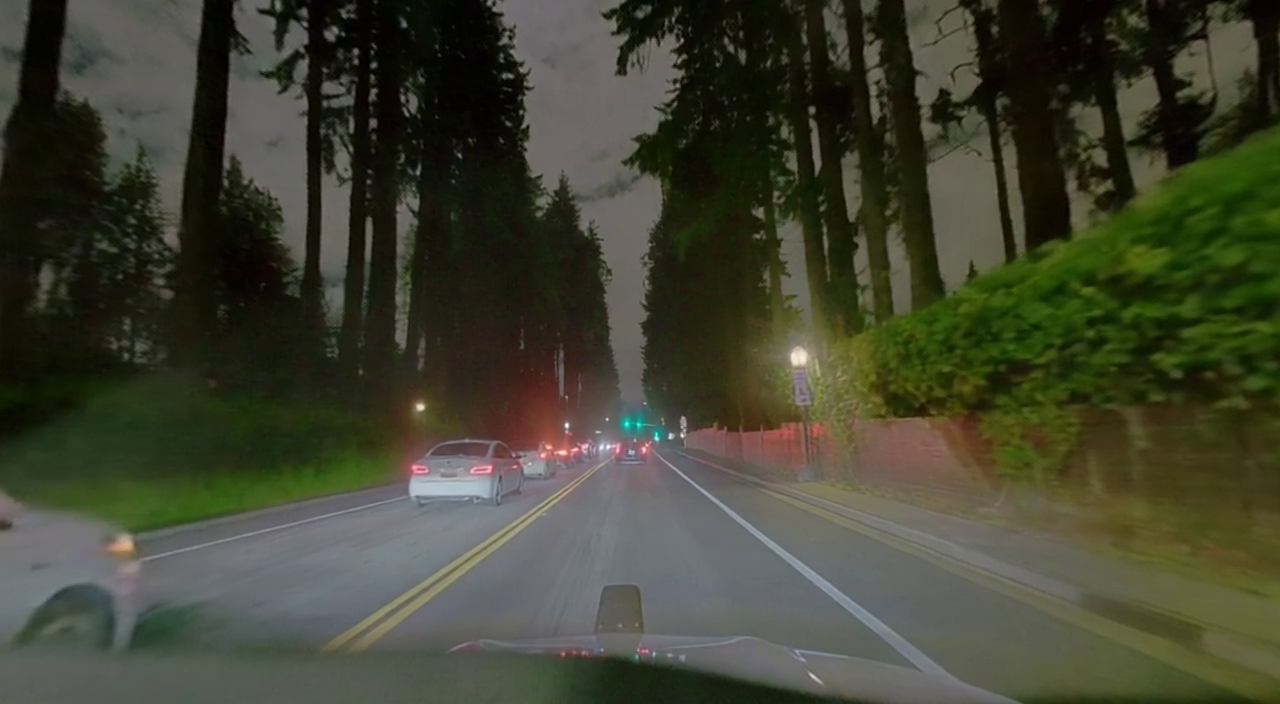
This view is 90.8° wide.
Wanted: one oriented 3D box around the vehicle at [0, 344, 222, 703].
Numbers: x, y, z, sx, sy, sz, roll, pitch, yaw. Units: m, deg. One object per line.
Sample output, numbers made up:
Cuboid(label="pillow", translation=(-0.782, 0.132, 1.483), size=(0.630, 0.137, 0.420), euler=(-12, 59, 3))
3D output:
Cuboid(label="vehicle", translation=(-3.658, 0.698, 1.657), size=(2.126, 1.707, 4.317), euler=(0, -8, 0))

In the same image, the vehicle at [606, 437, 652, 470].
Cuboid(label="vehicle", translation=(-0.532, 4.989, 31.279), size=(2.127, 1.517, 4.090), euler=(0, -8, -1))

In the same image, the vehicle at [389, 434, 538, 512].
Cuboid(label="vehicle", translation=(-3.684, 2.598, 14.128), size=(2.030, 1.452, 4.312), euler=(0, -8, 1))

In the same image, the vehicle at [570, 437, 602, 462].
Cuboid(label="vehicle", translation=(-3.919, 7.112, 46.300), size=(1.983, 1.697, 4.285), euler=(0, -8, 0))
